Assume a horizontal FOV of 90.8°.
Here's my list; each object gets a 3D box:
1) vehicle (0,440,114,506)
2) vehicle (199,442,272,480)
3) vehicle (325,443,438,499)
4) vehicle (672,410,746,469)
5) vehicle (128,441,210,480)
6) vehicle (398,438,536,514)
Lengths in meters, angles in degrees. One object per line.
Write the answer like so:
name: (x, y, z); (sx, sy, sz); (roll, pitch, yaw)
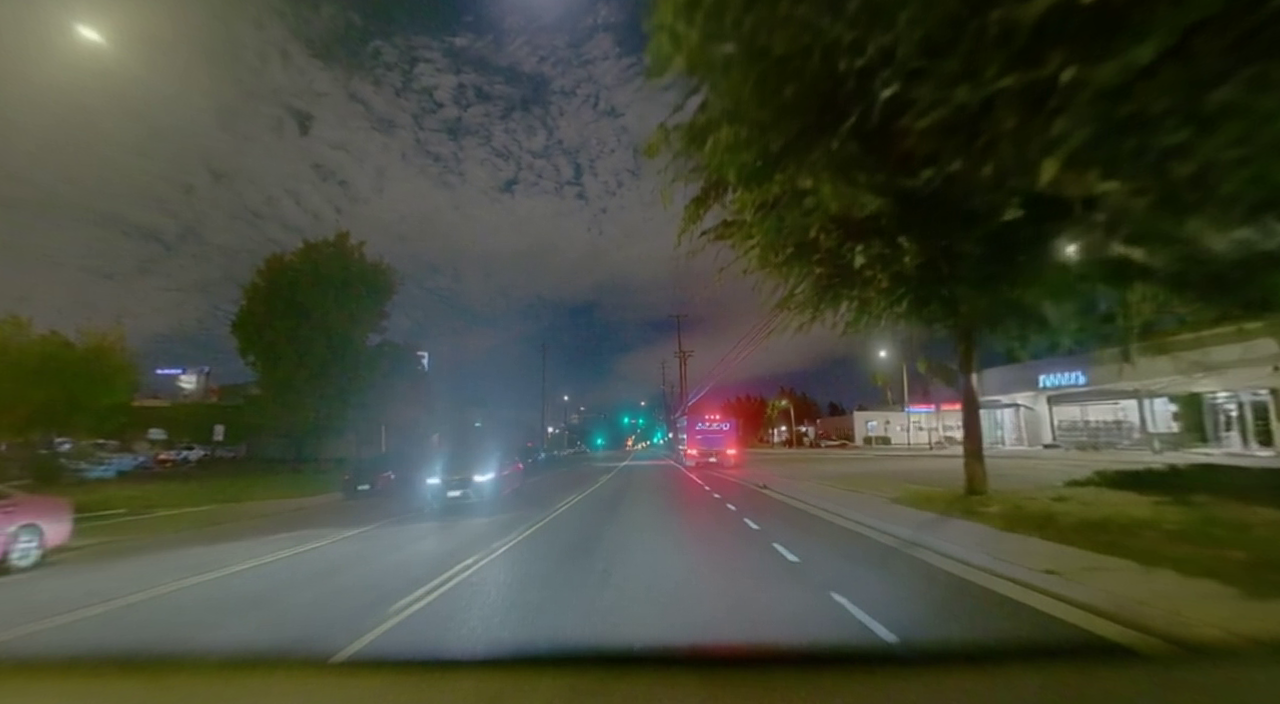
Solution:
vehicle: (-18.282, 3.611, 19.250); (1.908, 1.763, 4.474); (3, -9, -19)
vehicle: (-19.517, 5.257, 30.746); (1.980, 1.669, 5.543); (4, -9, -22)
vehicle: (-9.063, 4.165, 22.628); (1.938, 1.756, 4.686); (0, -9, 2)
vehicle: (3.875, 5.313, 38.116); (3.168, 3.106, 9.350); (0, -9, -2)
vehicle: (-21.661, 5.048, 29.245); (2.040, 1.541, 4.636); (1, -10, -24)
vehicle: (-3.881, 2.843, 14.981); (2.042, 1.530, 3.980); (0, -9, 1)
